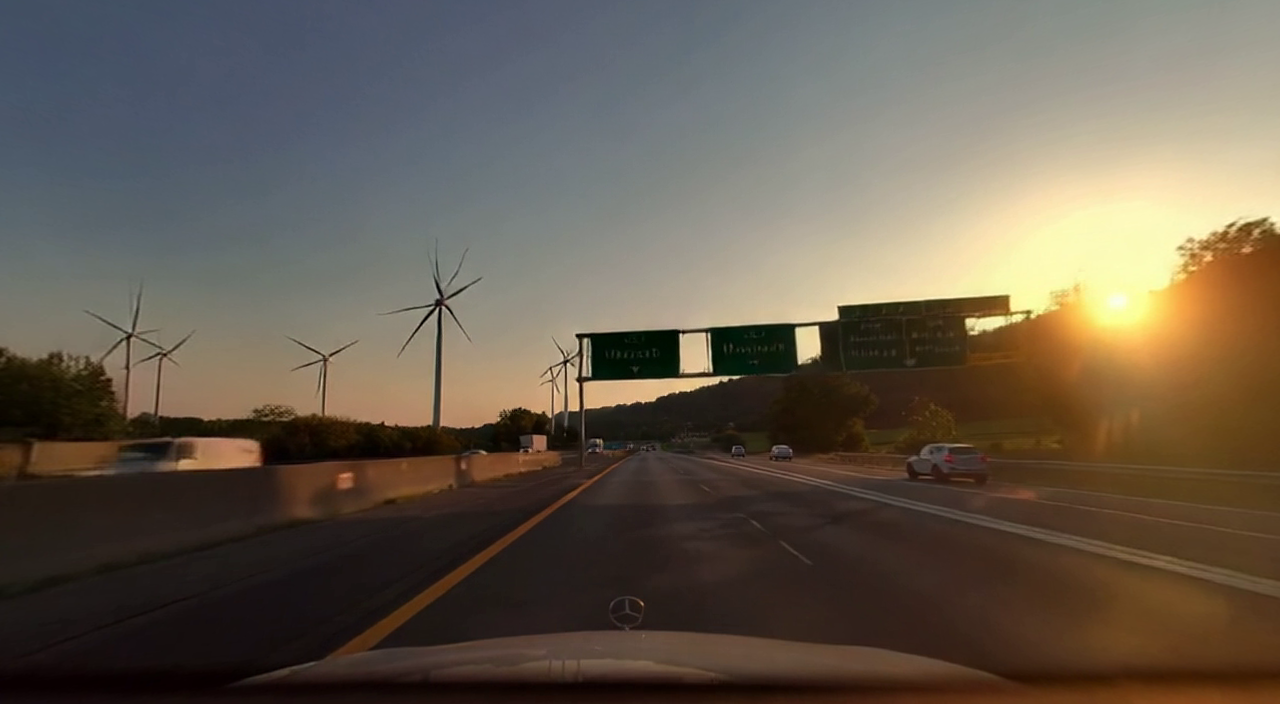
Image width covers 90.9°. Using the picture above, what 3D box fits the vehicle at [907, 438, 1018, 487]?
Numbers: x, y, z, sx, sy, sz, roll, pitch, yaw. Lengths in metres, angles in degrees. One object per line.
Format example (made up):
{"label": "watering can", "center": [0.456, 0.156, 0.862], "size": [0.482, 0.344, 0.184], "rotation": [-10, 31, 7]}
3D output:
{"label": "vehicle", "center": [12.325, 4.243, 24.501], "size": [1.897, 1.669, 4.825], "rotation": [0, -9, 2]}
